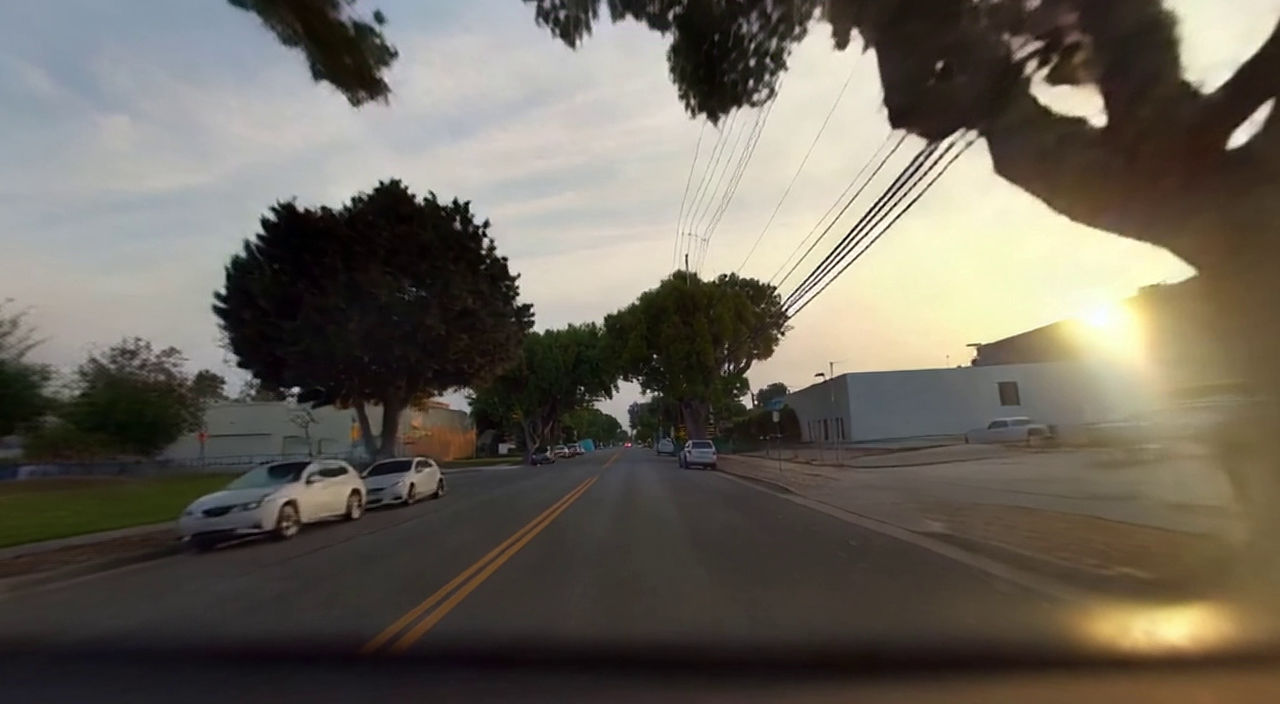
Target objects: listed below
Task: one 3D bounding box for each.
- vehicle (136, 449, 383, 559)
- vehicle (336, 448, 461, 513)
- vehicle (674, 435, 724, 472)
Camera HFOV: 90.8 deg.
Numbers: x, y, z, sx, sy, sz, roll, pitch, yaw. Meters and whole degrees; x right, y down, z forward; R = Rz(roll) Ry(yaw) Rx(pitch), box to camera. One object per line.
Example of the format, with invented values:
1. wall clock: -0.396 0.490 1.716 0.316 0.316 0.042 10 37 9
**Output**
1. vehicle: -6.622 2.623 11.723 1.887 1.460 4.444 -4 -8 -1
2. vehicle: -6.567 3.503 17.696 1.804 1.403 4.174 -4 -8 1
3. vehicle: 3.113 5.487 34.486 2.138 1.820 5.218 0 -8 0
